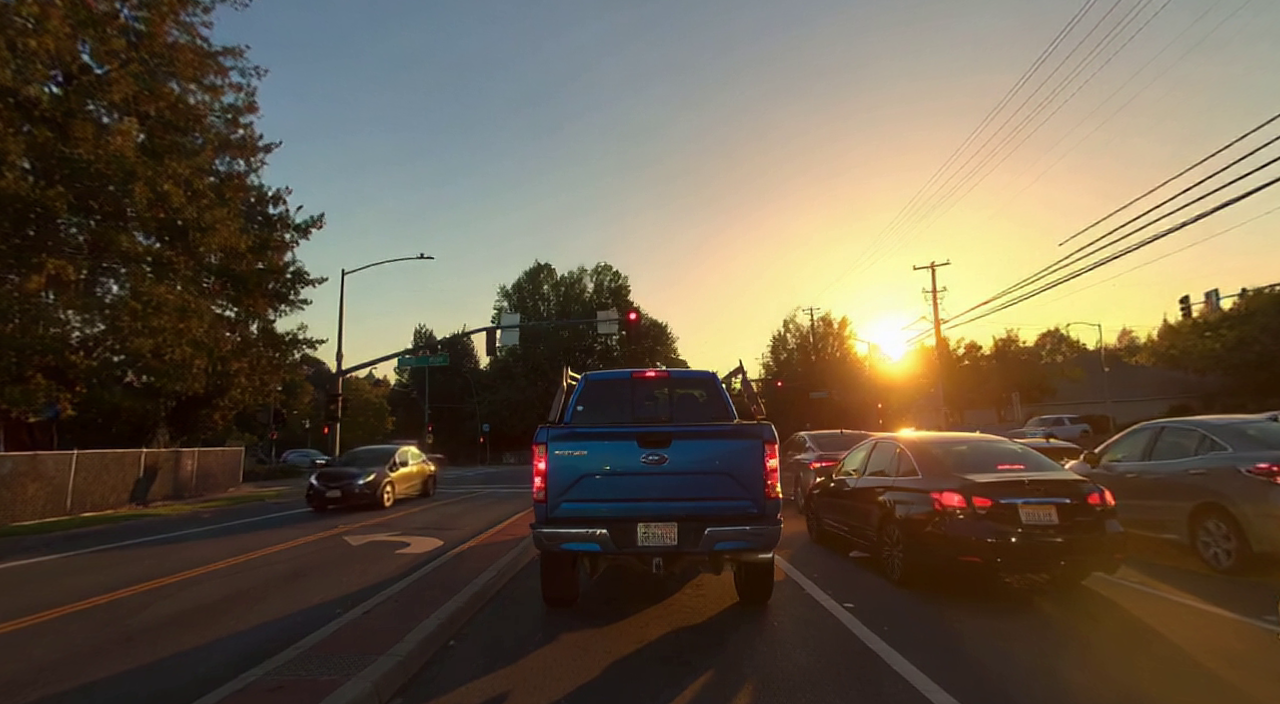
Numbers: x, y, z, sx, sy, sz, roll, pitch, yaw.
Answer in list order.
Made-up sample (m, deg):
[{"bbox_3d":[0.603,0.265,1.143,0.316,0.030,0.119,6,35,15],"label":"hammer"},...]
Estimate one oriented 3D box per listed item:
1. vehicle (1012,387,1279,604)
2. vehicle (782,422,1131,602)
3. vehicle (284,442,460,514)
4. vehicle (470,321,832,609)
[{"bbox_3d":[6.154,1.369,6.485,1.982,1.727,4.352,0,-8,1],"label":"vehicle"},{"bbox_3d":[3.115,1.645,7.376,1.993,1.495,4.060,0,-8,1],"label":"vehicle"},{"bbox_3d":[-7.101,3.357,17.407,2.369,1.690,4.529,-1,-9,8],"label":"vehicle"},{"bbox_3d":[0.122,1.324,8.135,2.831,2.284,6.149,0,-8,1],"label":"vehicle"}]
